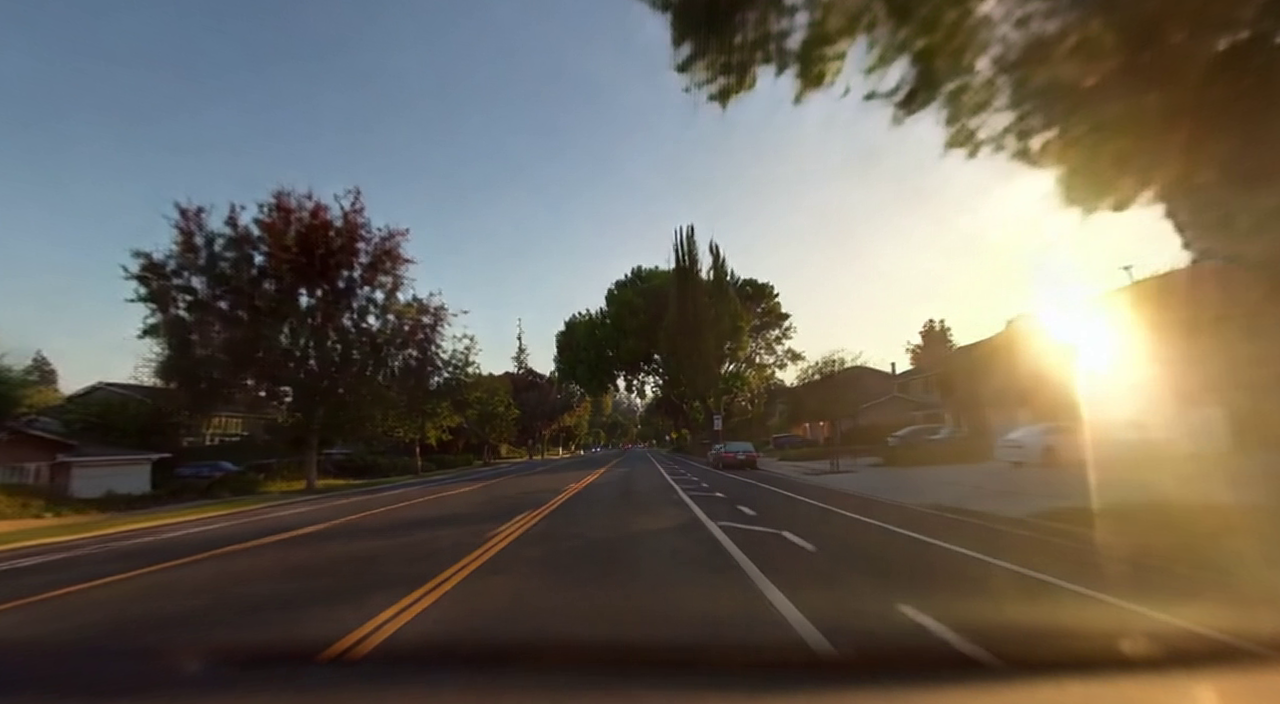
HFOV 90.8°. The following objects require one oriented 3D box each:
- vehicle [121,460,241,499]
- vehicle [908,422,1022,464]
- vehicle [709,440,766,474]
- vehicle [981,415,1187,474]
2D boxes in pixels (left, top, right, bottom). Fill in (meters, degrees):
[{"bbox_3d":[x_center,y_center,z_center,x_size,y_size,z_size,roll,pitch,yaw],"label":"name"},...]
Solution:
[{"bbox_3d":[-23.266,6.437,32.160,4.466,1.773,2.063,-1,-8,-2],"label":"vehicle"},{"bbox_3d":[14.517,4.028,28.283,4.268,1.508,1.861,-2,-6,-15],"label":"vehicle"},{"bbox_3d":[4.843,5.313,32.103,1.995,1.553,4.628,0,-9,-2],"label":"vehicle"},{"bbox_3d":[13.303,2.813,19.170,4.710,1.612,1.999,-1,-8,-2],"label":"vehicle"}]
